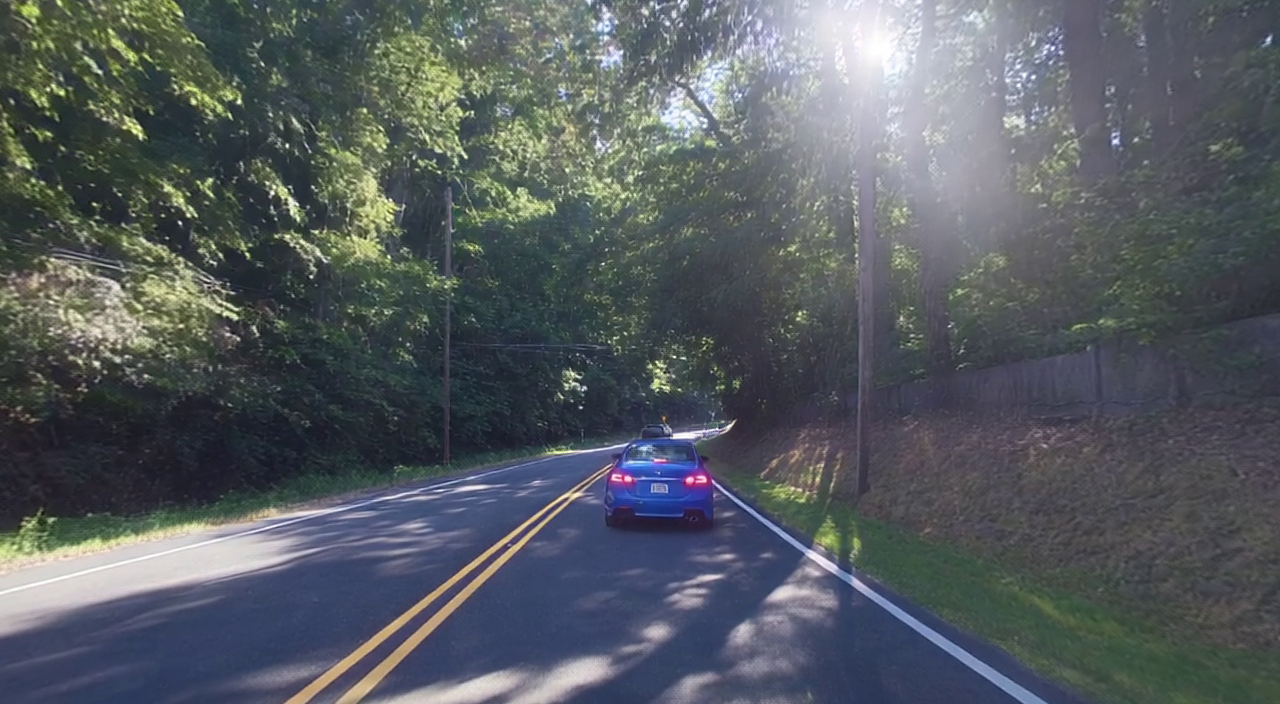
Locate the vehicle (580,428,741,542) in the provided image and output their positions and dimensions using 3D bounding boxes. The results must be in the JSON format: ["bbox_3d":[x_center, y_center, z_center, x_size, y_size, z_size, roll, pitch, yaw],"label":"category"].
[{"bbox_3d":[0.293,2.082,10.465,2.187,1.533,3.726,0,-8,1],"label":"vehicle"}]
